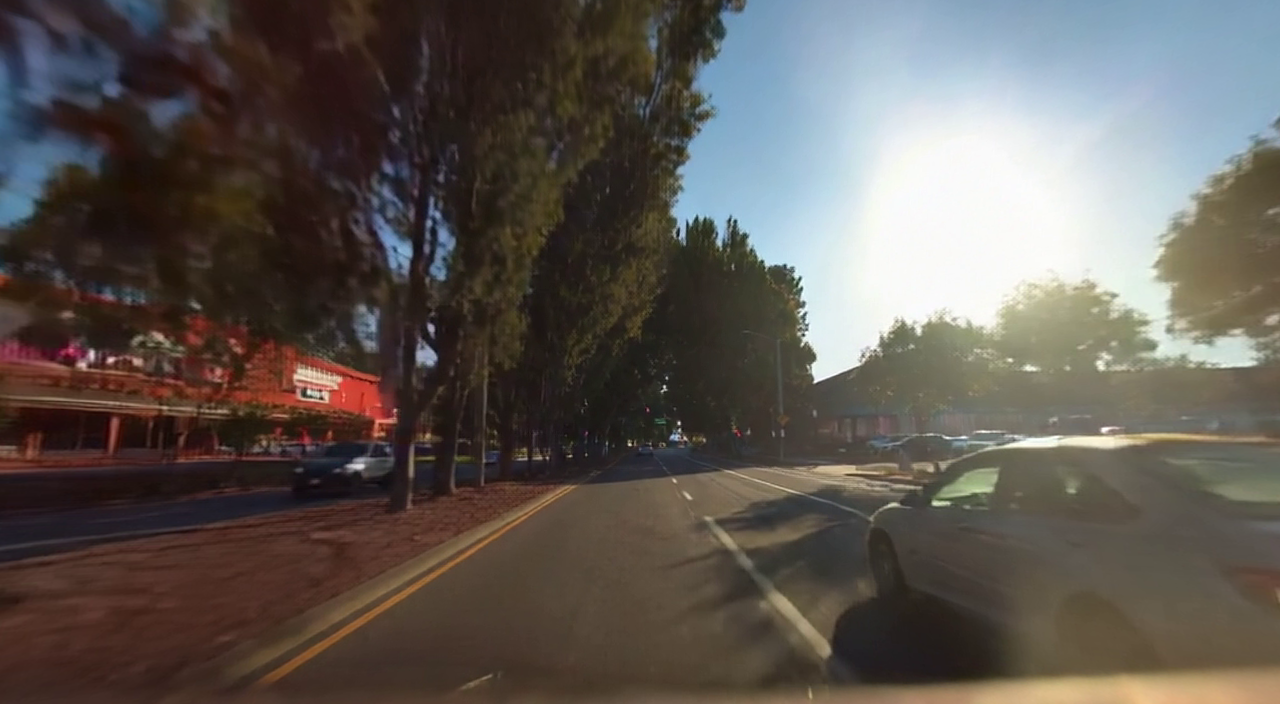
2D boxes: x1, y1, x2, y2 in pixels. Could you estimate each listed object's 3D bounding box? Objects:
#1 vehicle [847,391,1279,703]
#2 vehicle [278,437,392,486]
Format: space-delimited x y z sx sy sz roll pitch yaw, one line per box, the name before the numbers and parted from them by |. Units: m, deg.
vehicle | 3.017 1.098 3.534 2.091 1.472 4.697 0 -8 0
vehicle | -11.366 4.112 23.925 1.985 1.658 4.541 0 -8 1
